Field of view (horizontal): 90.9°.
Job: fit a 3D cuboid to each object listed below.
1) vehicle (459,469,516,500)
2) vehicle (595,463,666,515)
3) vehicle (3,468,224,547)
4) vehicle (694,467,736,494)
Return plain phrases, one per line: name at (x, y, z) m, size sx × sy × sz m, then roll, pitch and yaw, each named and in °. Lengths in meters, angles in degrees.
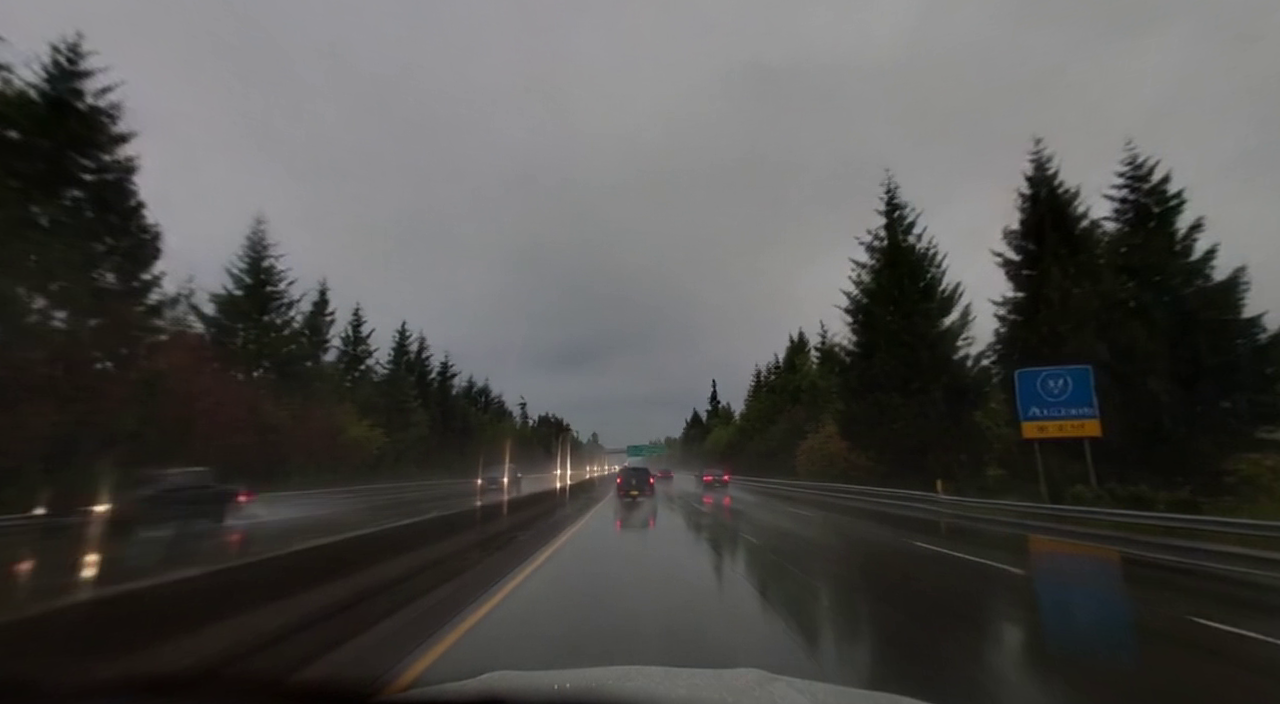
vehicle at (-7.937, 6.923, 33.162) m, size 1.926 × 1.442 × 4.175 m, roll 1°, pitch -10°, yaw 1°
vehicle at (-0.308, 4.361, 20.395) m, size 2.060 × 1.473 × 3.726 m, roll 1°, pitch -10°, yaw -1°
vehicle at (-12.296, 3.600, 15.138) m, size 1.856 × 1.595 × 3.945 m, roll 1°, pitch -10°, yaw -1°
vehicle at (4.480, 7.768, 38.264) m, size 1.974 × 1.476 × 4.119 m, roll 1°, pitch -10°, yaw -1°
